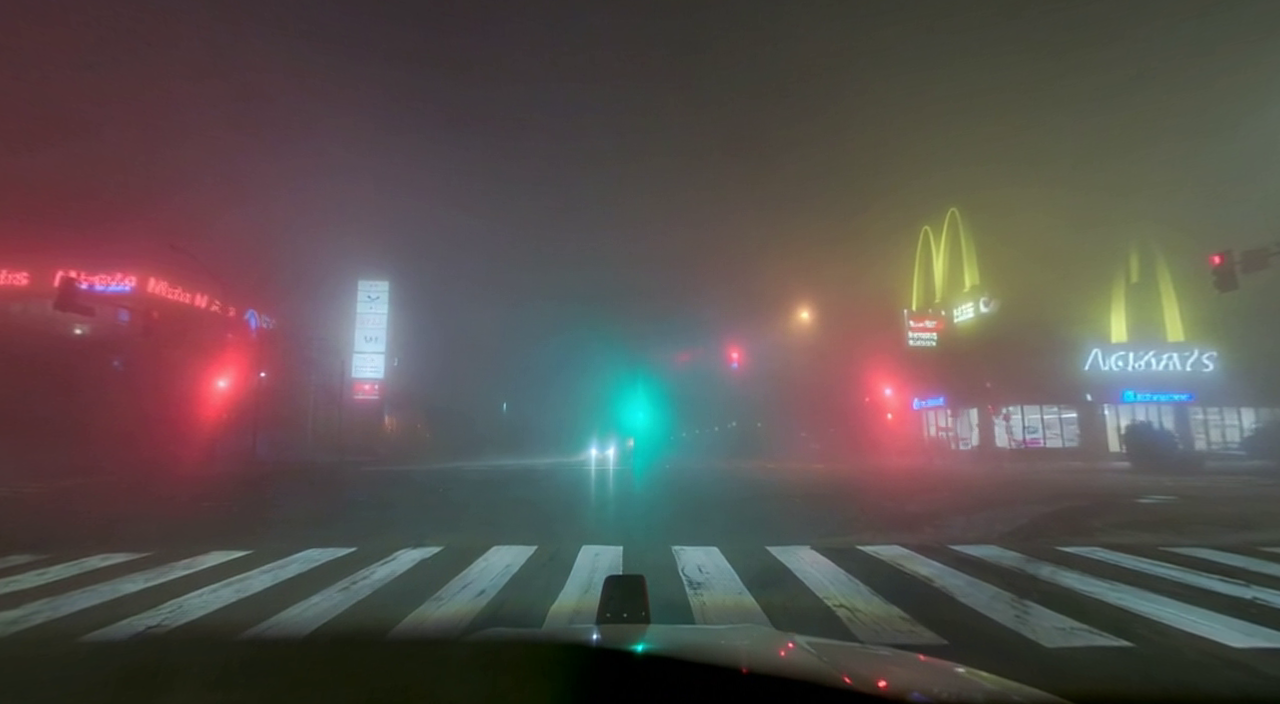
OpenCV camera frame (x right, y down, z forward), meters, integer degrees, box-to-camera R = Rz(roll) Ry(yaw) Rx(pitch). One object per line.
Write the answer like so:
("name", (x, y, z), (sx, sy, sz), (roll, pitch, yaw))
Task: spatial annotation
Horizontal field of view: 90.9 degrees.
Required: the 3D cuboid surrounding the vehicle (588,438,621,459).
("vehicle", (-2.506, 6.965, 45.539), (2.104, 1.468, 4.195), (0, -8, 1))
